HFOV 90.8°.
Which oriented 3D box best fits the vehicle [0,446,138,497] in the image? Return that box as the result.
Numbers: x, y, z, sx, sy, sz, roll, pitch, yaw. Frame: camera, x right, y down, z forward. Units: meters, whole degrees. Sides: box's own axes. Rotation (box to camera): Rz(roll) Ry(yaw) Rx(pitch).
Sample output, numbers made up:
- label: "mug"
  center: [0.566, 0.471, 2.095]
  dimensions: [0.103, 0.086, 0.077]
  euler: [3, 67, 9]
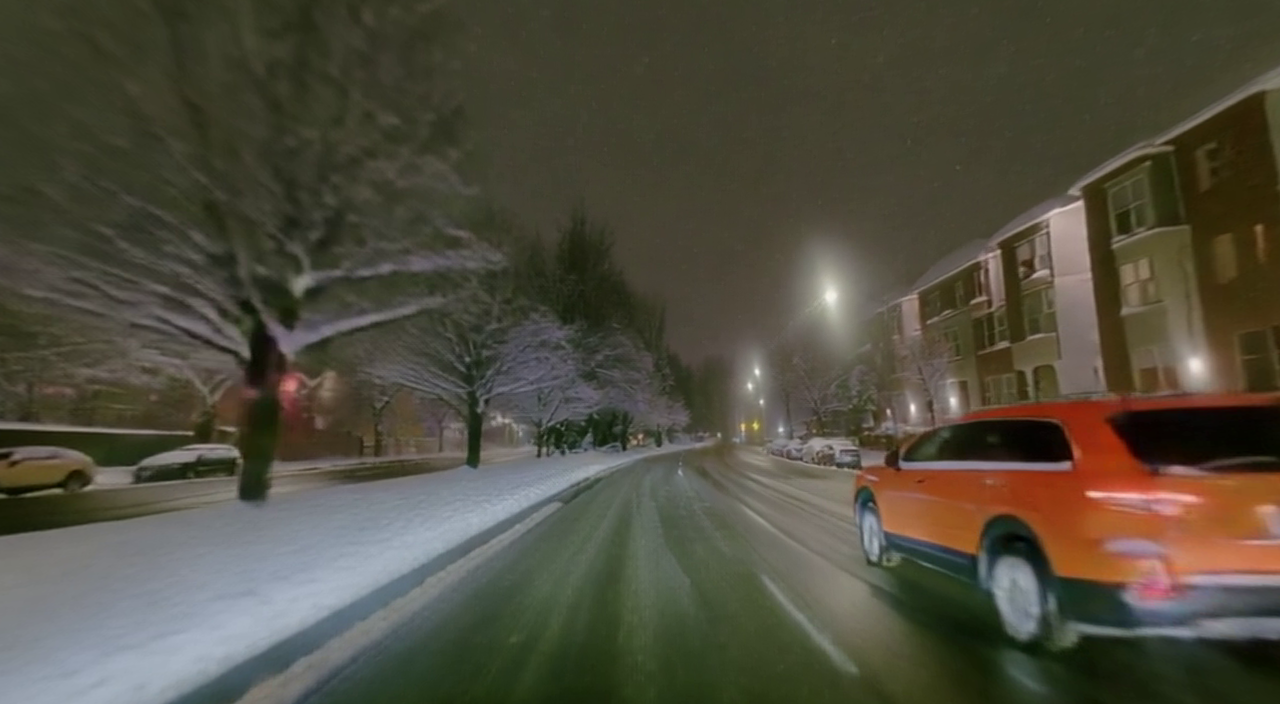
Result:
- label: "vehicle"
  center: [-19.071, 3.823, 20.551]
  dimensions: [1.829, 1.452, 4.562]
  euler: [-2, -9, -1]

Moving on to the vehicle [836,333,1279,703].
- label: "vehicle"
  center: [3.489, 1.146, 5.166]
  dimensions: [2.215, 1.812, 4.569]
  euler: [0, -8, -1]

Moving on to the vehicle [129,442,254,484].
- label: "vehicle"
  center: [-18.684, 4.671, 26.636]
  dimensions: [1.908, 1.500, 4.470]
  euler: [-3, -10, 2]
